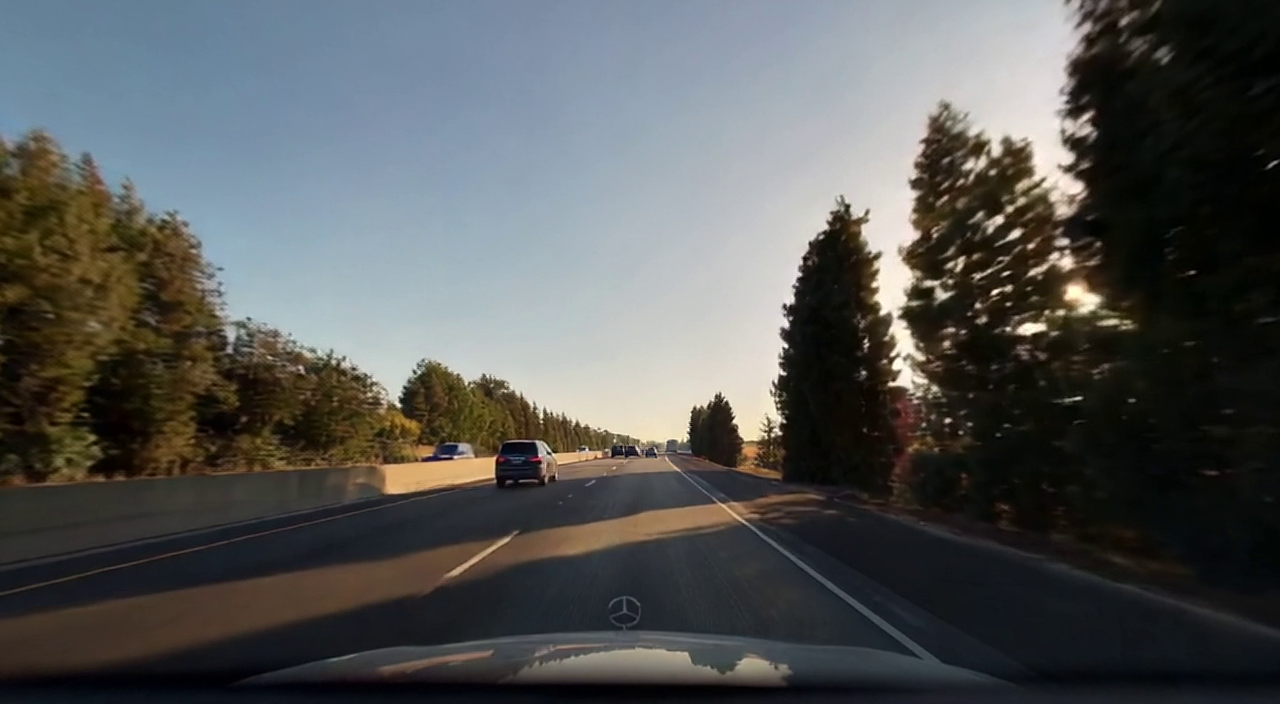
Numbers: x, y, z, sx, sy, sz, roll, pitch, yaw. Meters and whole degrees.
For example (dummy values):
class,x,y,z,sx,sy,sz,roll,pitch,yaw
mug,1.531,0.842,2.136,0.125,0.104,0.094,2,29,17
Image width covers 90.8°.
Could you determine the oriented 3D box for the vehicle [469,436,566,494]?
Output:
class,x,y,z,sx,sy,sz,roll,pitch,yaw
vehicle,-3.890,3.684,20.901,2.188,1.692,4.623,0,-9,1
